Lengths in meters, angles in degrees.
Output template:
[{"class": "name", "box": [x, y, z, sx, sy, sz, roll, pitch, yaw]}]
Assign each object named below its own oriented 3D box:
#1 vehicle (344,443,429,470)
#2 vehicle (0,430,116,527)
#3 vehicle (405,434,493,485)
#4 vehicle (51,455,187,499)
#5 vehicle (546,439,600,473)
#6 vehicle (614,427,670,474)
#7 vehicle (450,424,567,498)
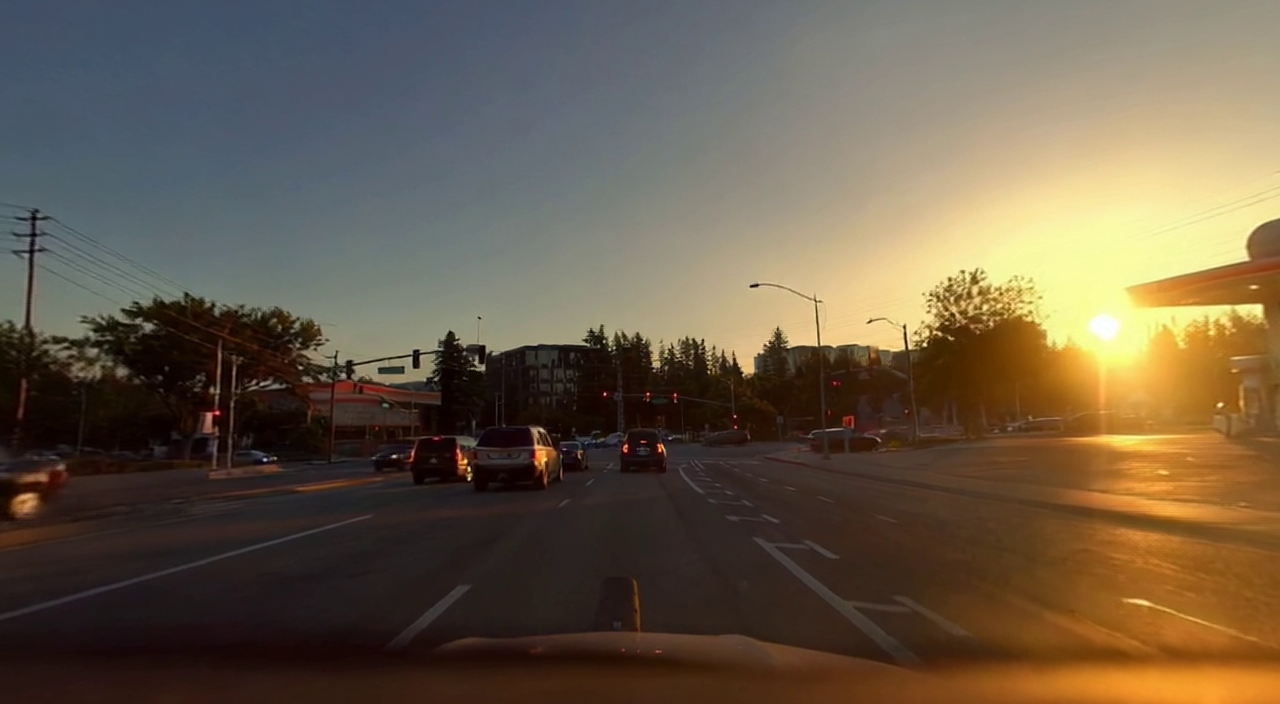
[{"class": "vehicle", "box": [-16.364, 6.771, 41.246, 2.299, 1.616, 5.765, -2, -9, 11]}, {"class": "vehicle", "box": [-13.579, 2.448, 12.141, 2.238, 1.872, 5.625, 0, -9, -1]}, {"class": "vehicle", "box": [-6.420, 3.647, 21.677, 1.790, 1.605, 3.696, 0, -9, 1]}, {"class": "vehicle", "box": [-19.620, 4.684, 24.047, 1.779, 1.481, 3.879, 0, -9, 1]}, {"class": "vehicle", "box": [-2.953, 4.718, 28.814, 1.881, 1.424, 4.098, 0, -9, 2]}, {"class": "vehicle", "box": [0.105, 4.273, 27.544, 2.224, 1.819, 5.005, 0, -9, 1]}, {"class": "vehicle", "box": [-3.334, 2.882, 16.999, 2.096, 1.718, 4.266, 0, -9, 2]}]
